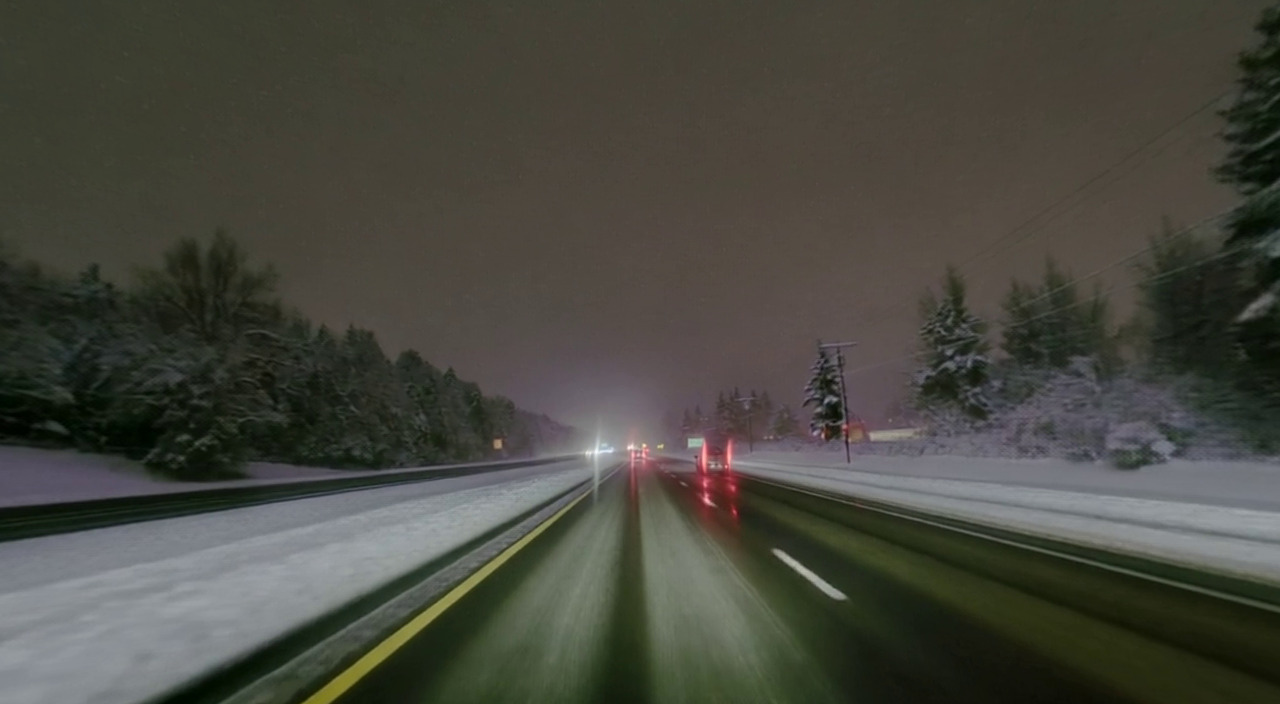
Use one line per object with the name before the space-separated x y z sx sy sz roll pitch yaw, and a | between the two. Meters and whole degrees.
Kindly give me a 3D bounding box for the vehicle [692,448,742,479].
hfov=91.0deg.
vehicle | 4.061 5.991 34.039 2.115 1.522 4.330 0 -9 -1
